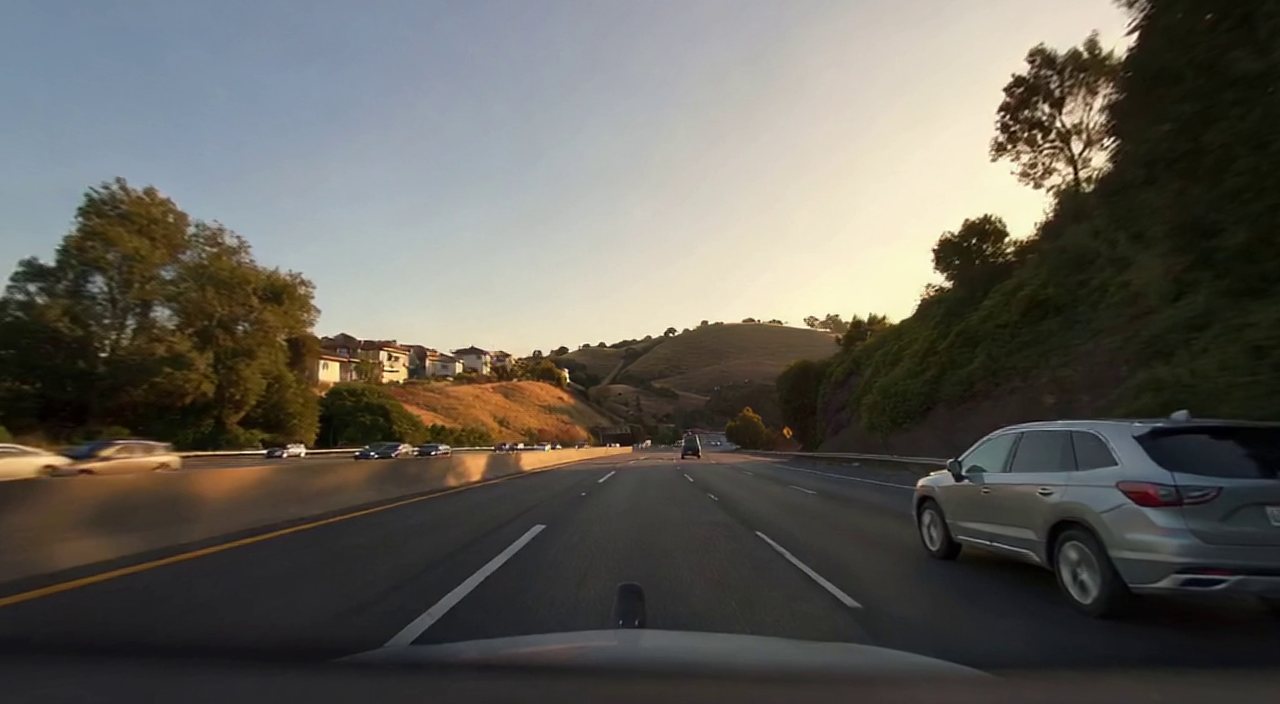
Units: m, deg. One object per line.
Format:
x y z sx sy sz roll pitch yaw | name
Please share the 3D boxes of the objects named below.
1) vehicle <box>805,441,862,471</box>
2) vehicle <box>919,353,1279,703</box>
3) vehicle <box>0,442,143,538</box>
11.690 6.307 38.323 2.043 1.714 4.453 0 -8 0 | vehicle
4.099 1.085 4.140 2.318 1.766 4.587 0 -9 -1 | vehicle
-12.332 2.548 11.923 2.090 1.673 4.553 0 -8 0 | vehicle
